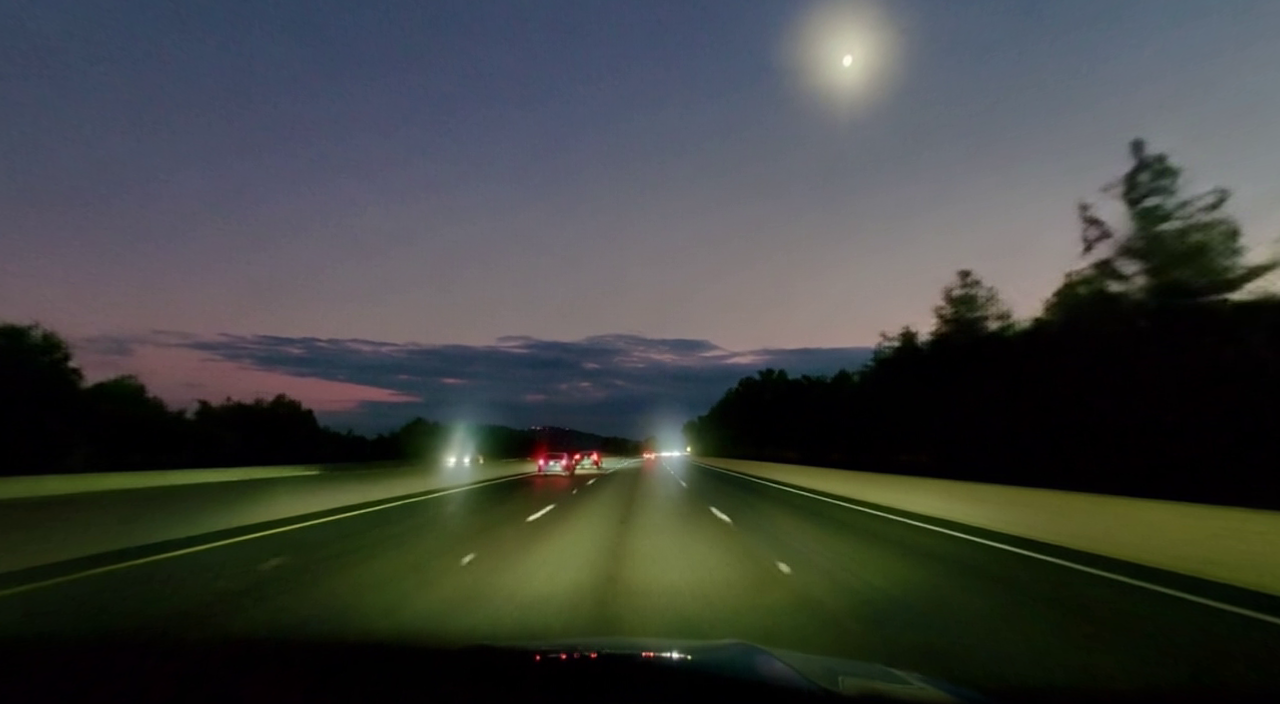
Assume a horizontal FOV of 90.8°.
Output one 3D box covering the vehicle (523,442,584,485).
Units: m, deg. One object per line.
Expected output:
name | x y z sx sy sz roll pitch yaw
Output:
vehicle | -3.378 4.447 25.410 1.846 1.600 4.108 0 -9 1
